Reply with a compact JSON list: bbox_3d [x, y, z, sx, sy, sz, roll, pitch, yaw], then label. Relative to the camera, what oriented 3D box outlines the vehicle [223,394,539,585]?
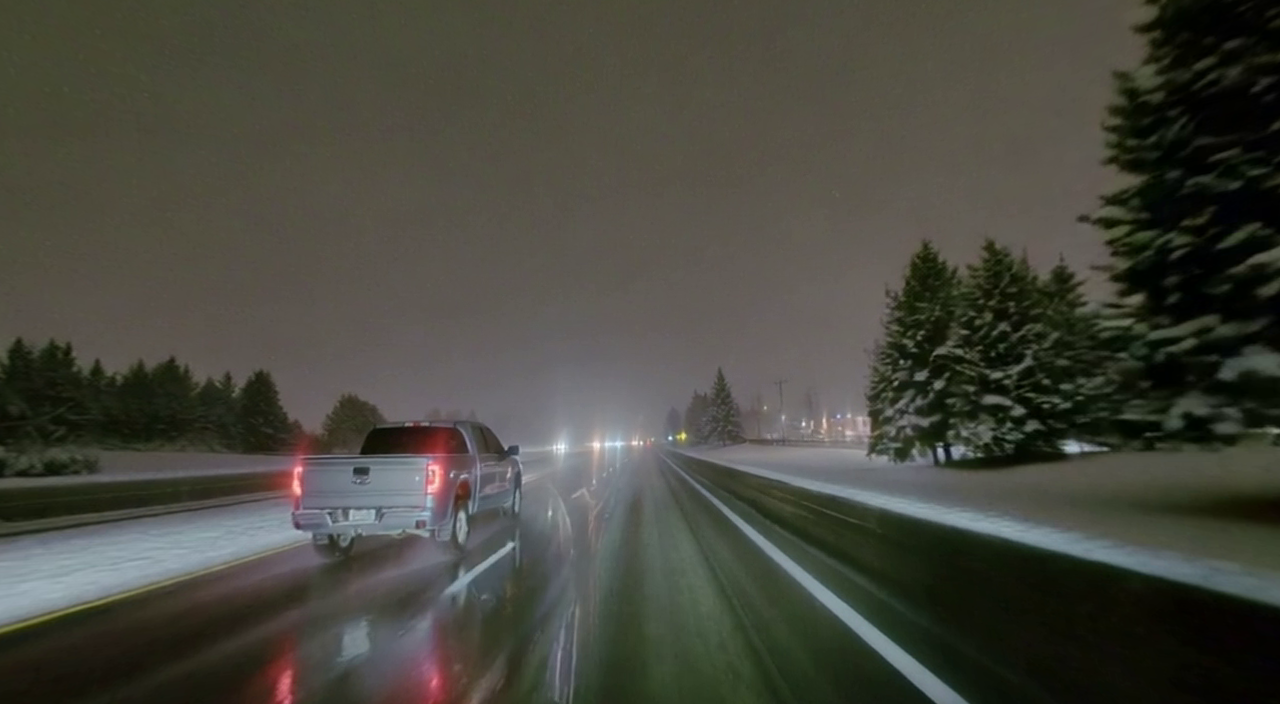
[{"bbox_3d":[-3.135,1.816,9.395,2.350,1.932,5.562,-1,-8,0],"label":"vehicle"}]
